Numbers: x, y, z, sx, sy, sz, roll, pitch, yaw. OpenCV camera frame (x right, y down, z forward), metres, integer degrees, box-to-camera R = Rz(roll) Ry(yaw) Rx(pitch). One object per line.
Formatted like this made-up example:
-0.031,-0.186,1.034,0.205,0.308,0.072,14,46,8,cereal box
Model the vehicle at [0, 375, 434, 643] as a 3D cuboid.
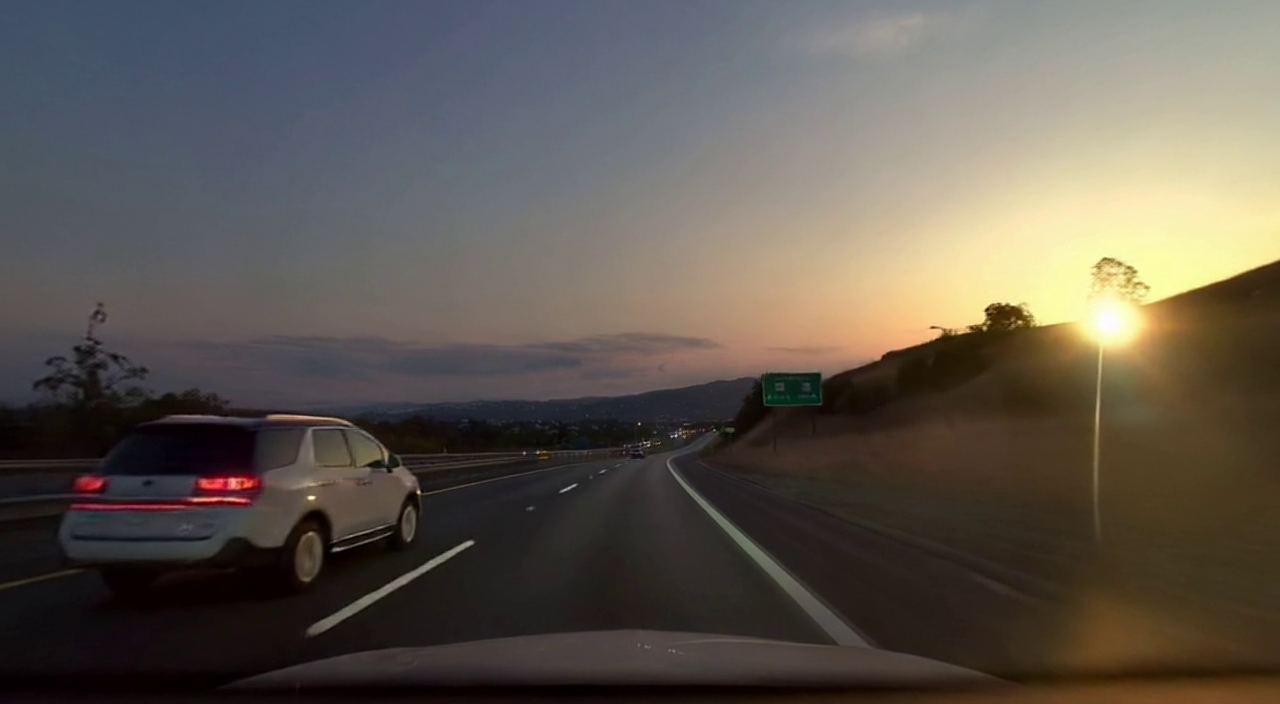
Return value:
-4.107,1.400,6.632,2.193,1.771,4.757,0,-9,1,vehicle
